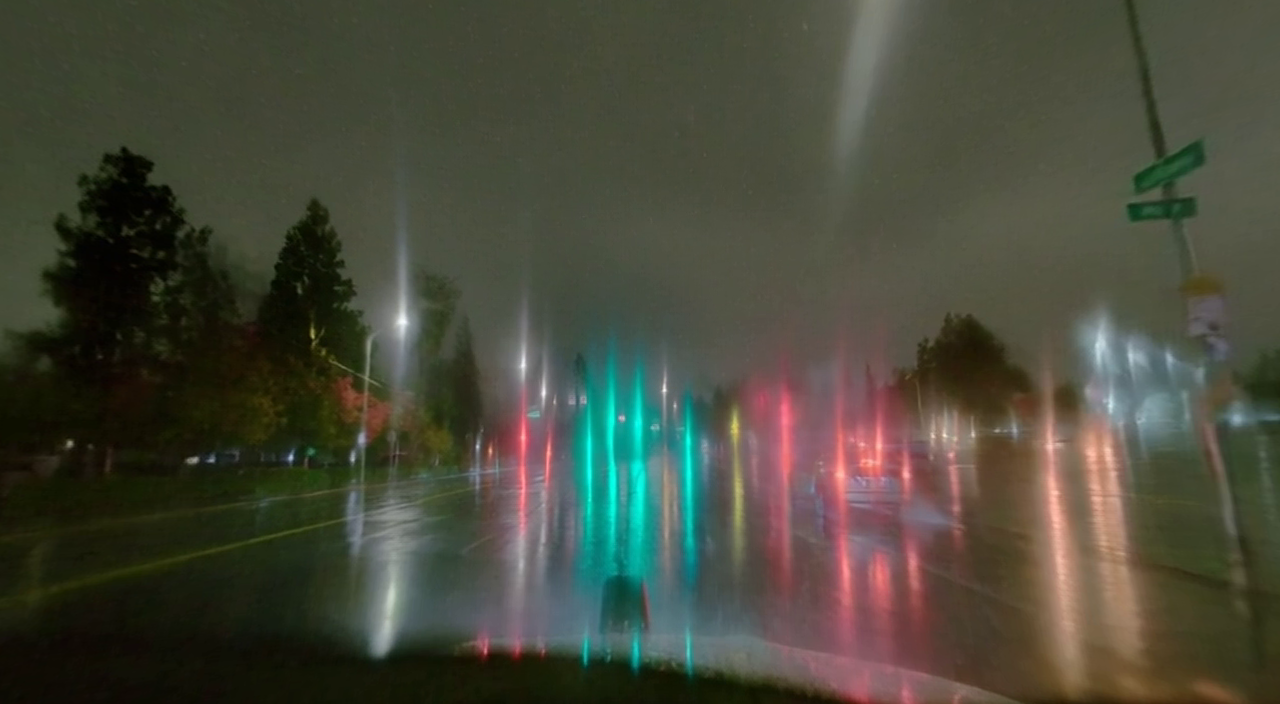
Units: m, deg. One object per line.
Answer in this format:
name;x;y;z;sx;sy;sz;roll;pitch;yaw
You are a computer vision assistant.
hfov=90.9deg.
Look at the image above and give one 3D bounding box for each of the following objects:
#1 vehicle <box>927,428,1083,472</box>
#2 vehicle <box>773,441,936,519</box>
vehicle;12.591;3.400;21.947;4.227;1.451;1.874;0;-8;2
vehicle;4.483;2.735;14.106;2.006;1.448;4.671;0;-8;0
